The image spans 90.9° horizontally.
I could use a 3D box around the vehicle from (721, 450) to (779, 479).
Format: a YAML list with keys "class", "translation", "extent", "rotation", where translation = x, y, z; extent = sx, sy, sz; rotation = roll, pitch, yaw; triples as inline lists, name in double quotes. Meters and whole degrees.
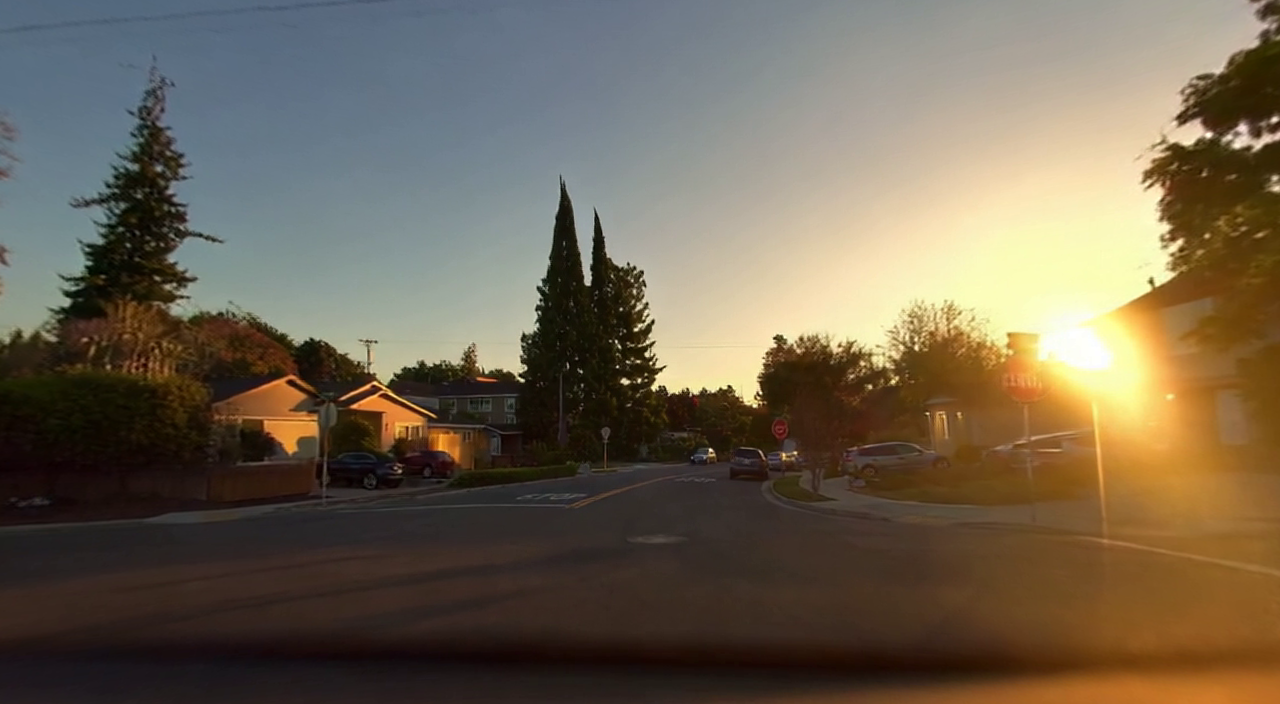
- class: "vehicle"
  translation: [6.978, 6.988, 39.526]
  extent: [2.692, 1.649, 4.689]
  rotation: [-3, -9, 20]
